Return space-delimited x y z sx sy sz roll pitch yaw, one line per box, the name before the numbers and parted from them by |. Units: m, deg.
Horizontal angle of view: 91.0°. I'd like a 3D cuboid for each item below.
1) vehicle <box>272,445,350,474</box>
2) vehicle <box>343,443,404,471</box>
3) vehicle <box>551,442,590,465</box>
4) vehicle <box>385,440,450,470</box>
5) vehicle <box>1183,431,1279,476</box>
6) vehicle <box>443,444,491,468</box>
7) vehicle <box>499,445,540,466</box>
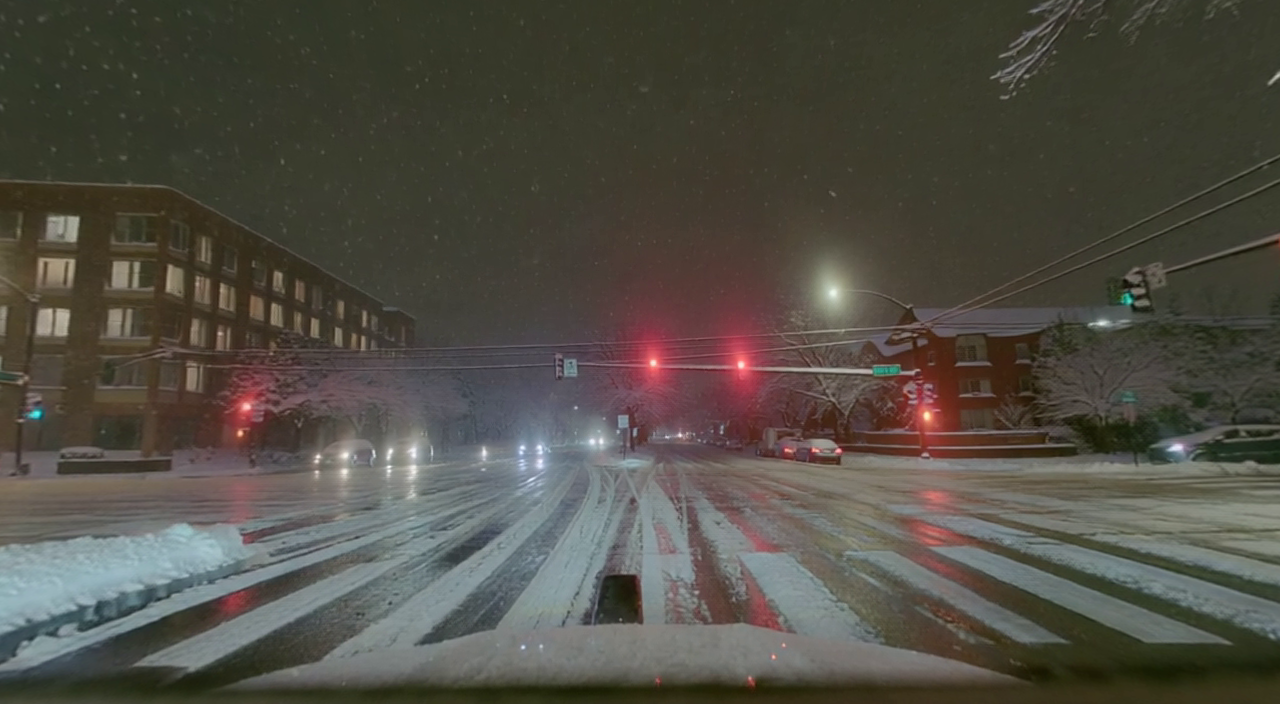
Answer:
vehicle | -21.868 7.138 42.136 2.032 1.839 4.884 -2 -9 9
vehicle | -18.545 7.322 43.998 2.237 1.801 4.541 0 -9 1
vehicle | -4.530 6.690 41.685 1.954 1.431 4.050 -1 -9 2
vehicle | -15.138 7.027 43.172 2.340 1.946 5.450 0 -9 2
vehicle | 22.320 3.573 22.253 4.474 1.477 1.908 0 -9 -3
vehicle | -11.641 7.037 42.727 1.911 1.476 4.297 -1 -9 2
vehicle | -8.095 6.986 42.625 1.910 1.321 3.692 0 -9 2
